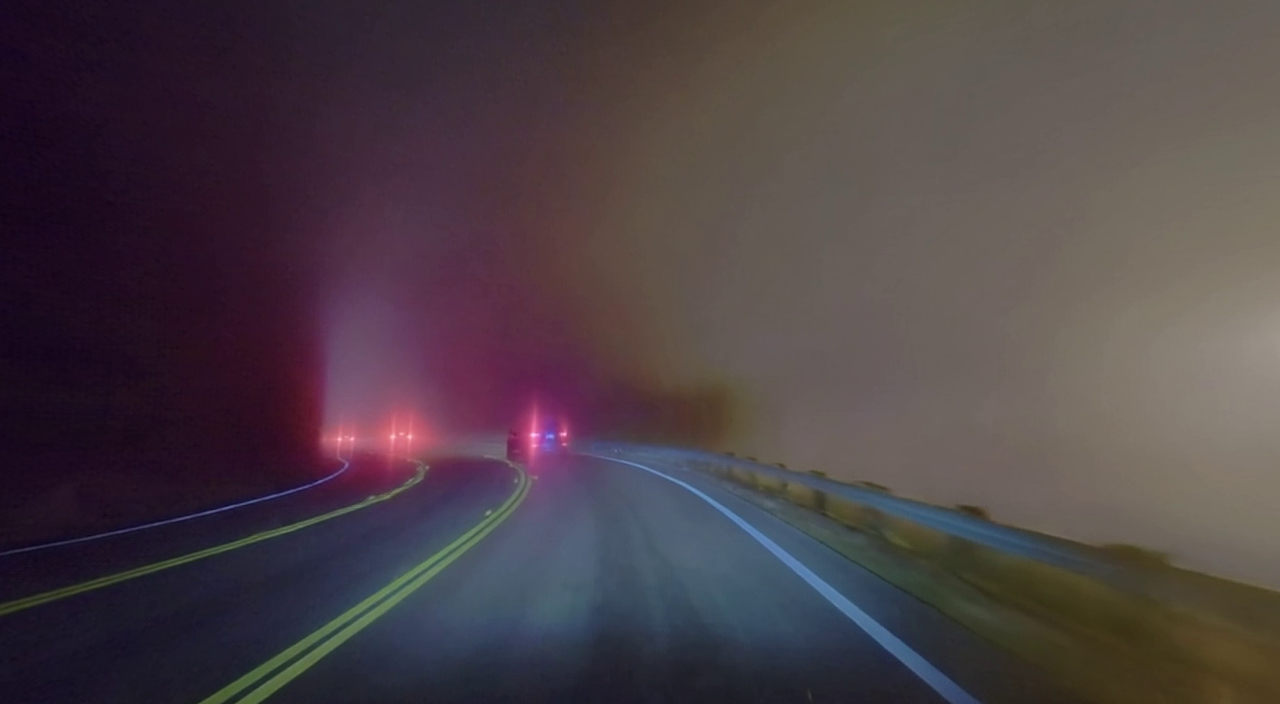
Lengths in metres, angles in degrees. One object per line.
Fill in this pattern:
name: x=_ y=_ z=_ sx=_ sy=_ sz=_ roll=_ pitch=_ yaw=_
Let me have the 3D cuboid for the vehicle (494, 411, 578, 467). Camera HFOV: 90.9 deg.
vehicle: x=-4.394 y=3.565 z=25.746 sx=2.500 sy=1.961 sz=5.637 roll=1 pitch=-8 yaw=-18
